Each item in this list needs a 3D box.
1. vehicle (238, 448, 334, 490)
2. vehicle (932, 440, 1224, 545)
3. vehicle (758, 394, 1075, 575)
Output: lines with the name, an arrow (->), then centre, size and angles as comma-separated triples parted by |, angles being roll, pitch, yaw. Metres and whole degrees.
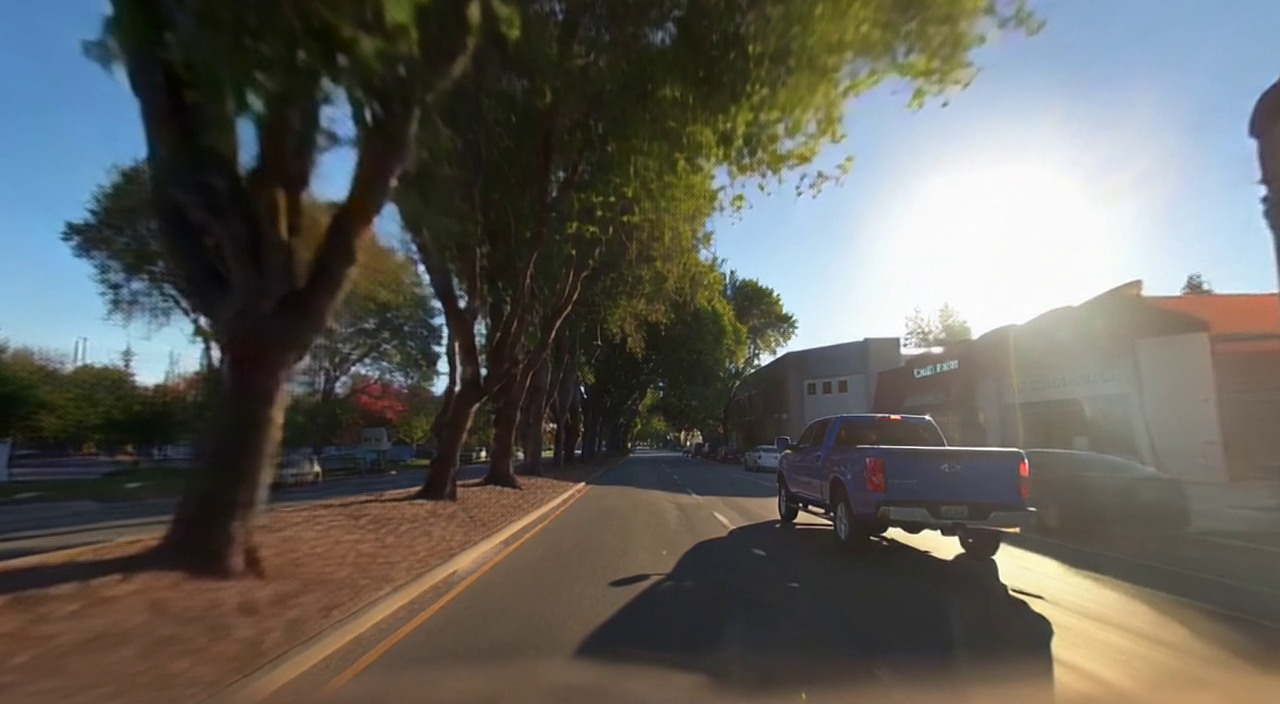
vehicle -> -15.984, 5.245, 28.705 | 1.913, 1.734, 4.357 | 1, -9, -2
vehicle -> 7.532, 2.397, 11.571 | 2.076, 1.536, 4.423 | 1, -8, -2
vehicle -> 3.333, 1.755, 9.166 | 2.085, 1.828, 5.383 | 0, -9, -1
